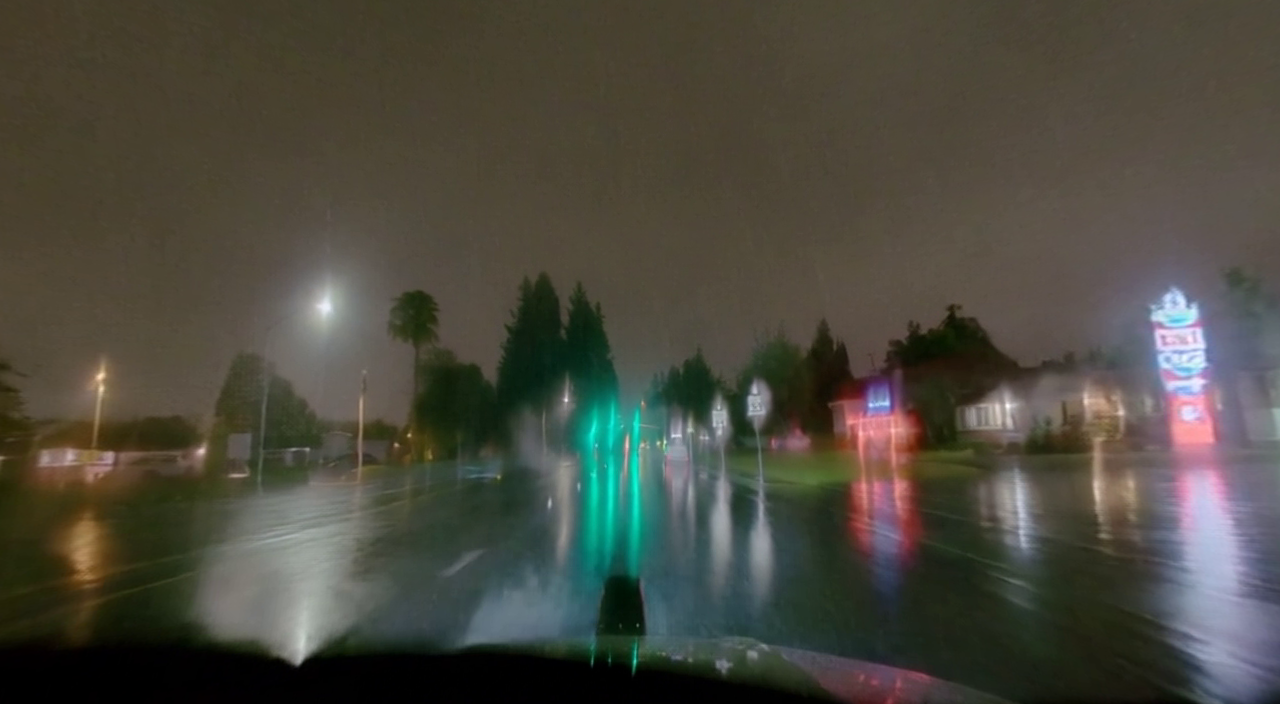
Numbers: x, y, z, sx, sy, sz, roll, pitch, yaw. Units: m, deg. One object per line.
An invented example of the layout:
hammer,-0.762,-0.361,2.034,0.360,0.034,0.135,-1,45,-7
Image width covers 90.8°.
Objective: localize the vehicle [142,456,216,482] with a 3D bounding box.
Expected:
vehicle,-36.081,9.144,49.640,2.007,1.822,4.919,-1,-8,2
